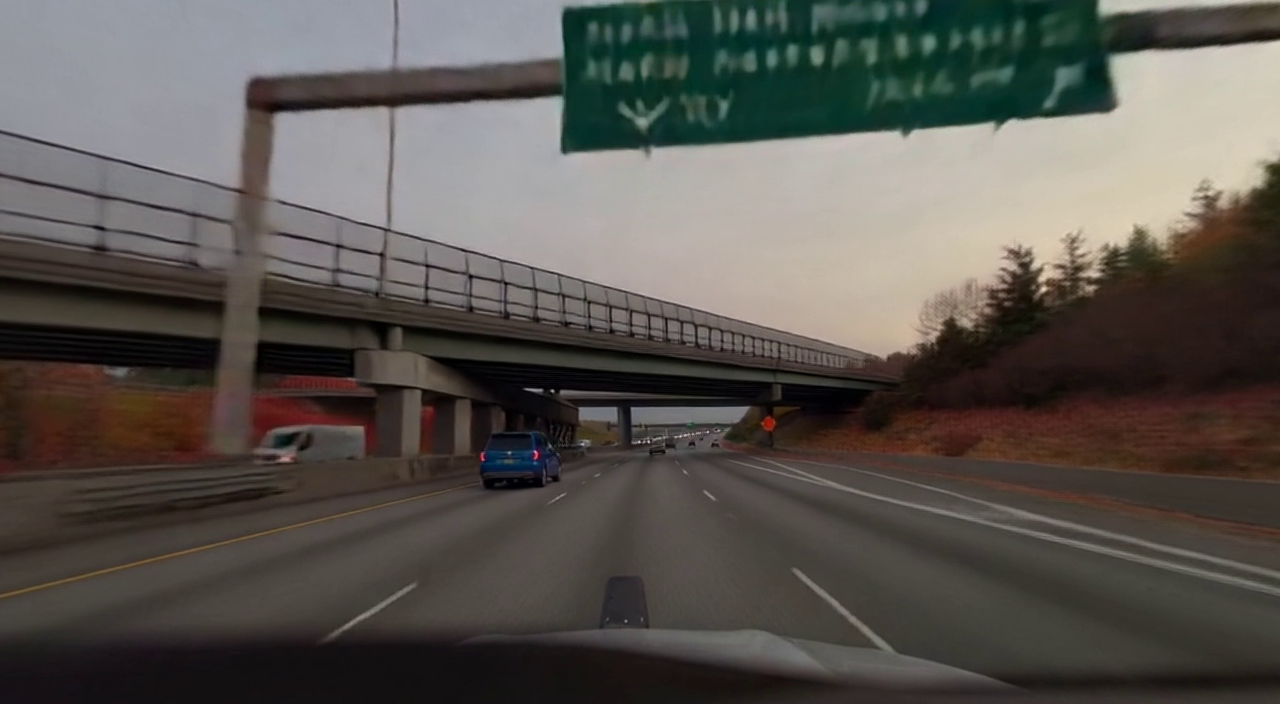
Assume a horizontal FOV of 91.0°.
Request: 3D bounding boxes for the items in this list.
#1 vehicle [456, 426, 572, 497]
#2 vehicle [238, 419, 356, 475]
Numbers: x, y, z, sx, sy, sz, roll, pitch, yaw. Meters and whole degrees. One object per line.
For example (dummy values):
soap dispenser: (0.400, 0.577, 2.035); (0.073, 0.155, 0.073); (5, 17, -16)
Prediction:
vehicle: (-3.323, 3.003, 17.600); (2.177, 1.707, 4.432); (0, -8, 2)
vehicle: (-22.476, 6.318, 41.916); (3.136, 3.324, 7.842); (-1, -8, 3)
